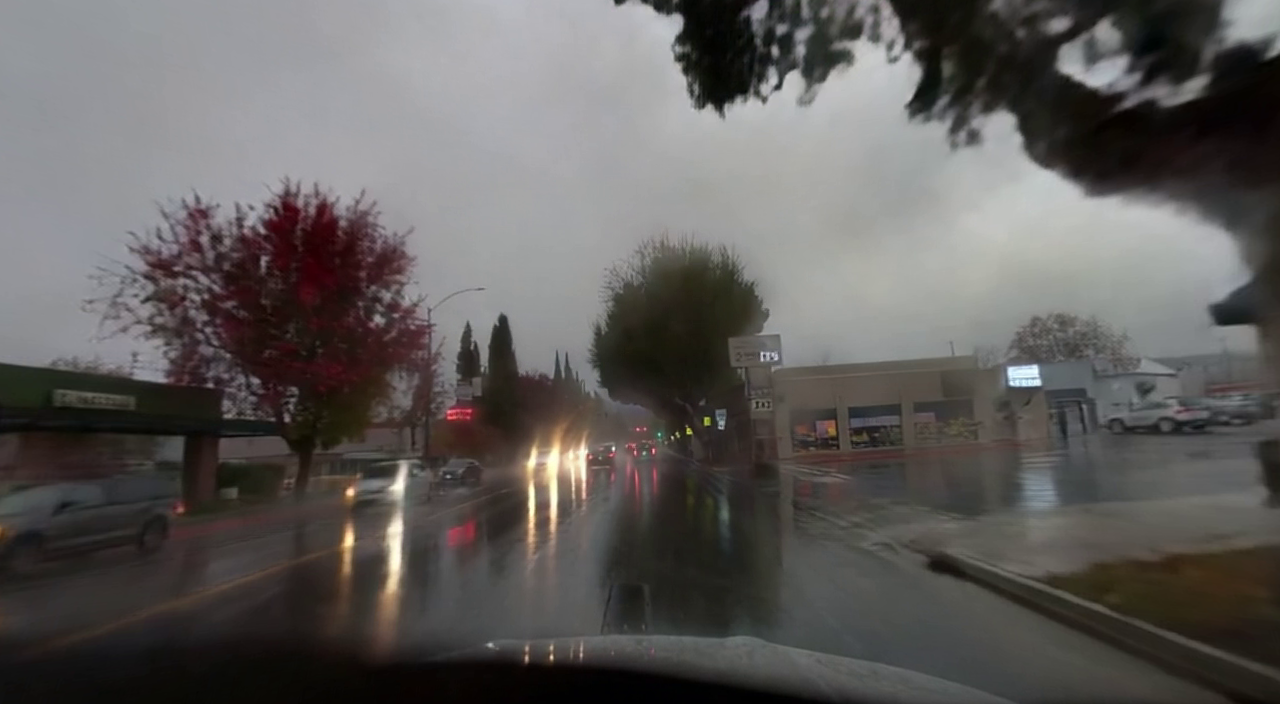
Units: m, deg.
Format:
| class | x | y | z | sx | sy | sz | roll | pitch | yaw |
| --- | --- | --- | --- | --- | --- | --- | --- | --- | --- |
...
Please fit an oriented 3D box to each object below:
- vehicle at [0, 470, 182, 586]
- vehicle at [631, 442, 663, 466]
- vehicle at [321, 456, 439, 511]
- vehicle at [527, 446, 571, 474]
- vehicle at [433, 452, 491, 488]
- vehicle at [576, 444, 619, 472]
| class | x | y | z | sx | sy | sz | roll | pitch | yaw |
| --- | --- | --- | --- | --- | --- | --- | --- | --- | --- |
| vehicle | -11.379 | 3.206 | 11.988 | 1.925 | 1.709 | 4.426 | -1 | -8 | 1 |
| vehicle | 0.448 | 6.690 | 41.518 | 2.020 | 1.478 | 3.922 | 0 | -8 | 0 |
| vehicle | -8.447 | 4.285 | 20.979 | 1.952 | 1.540 | 4.413 | 0 | -8 | 1 |
| vehicle | -5.552 | 6.654 | 39.085 | 2.045 | 1.619 | 3.973 | -1 | -8 | 2 |
| vehicle | -10.889 | 7.211 | 38.930 | 1.978 | 1.640 | 4.695 | -9 | -8 | 1 |
| vehicle | -2.315 | 5.933 | 35.460 | 2.099 | 1.424 | 4.609 | 0 | -8 | 0 |
